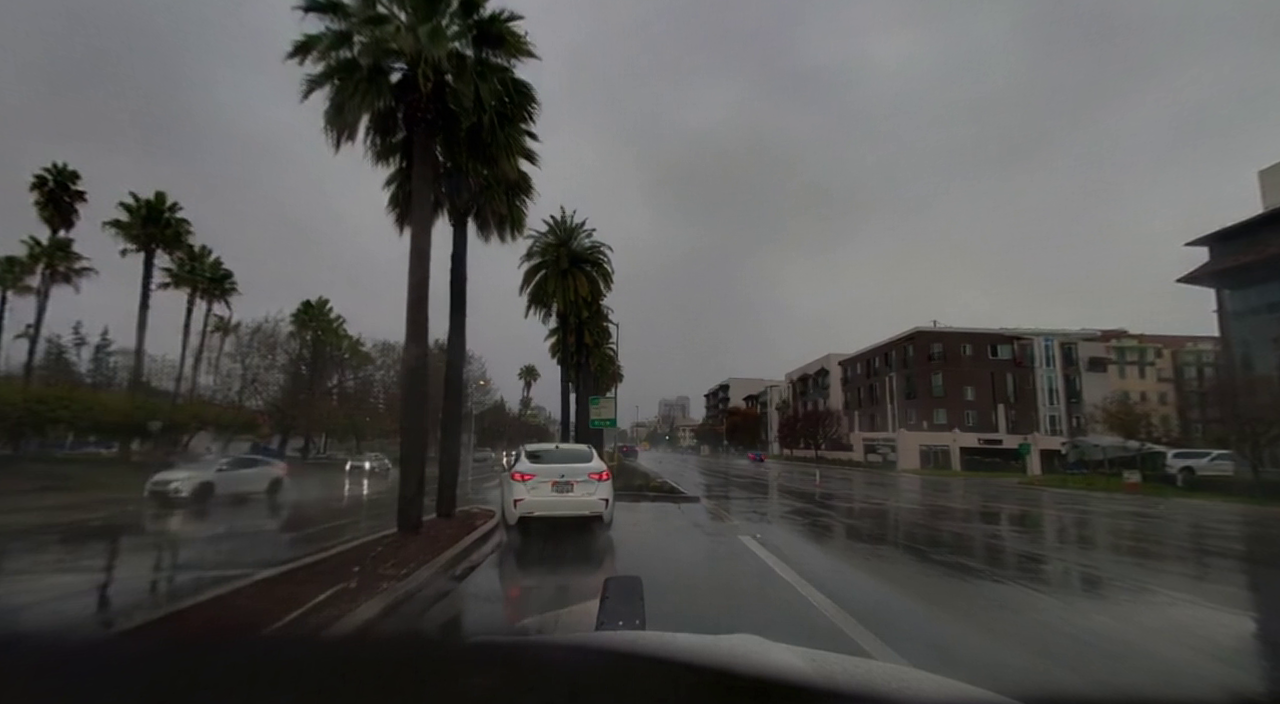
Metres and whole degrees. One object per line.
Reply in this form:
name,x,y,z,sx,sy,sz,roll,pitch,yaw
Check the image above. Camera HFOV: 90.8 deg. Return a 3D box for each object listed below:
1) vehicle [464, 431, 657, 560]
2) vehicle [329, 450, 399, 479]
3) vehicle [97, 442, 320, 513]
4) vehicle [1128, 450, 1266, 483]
vehicle,-1.482,2.030,9.790,1.986,1.473,4.382,3,-9,-20
vehicle,-15.027,6.145,34.744,2.099,1.464,4.615,1,-9,-5
vehicle,-10.587,3.031,15.619,4.457,1.552,2.095,-3,-9,16
vehicle,25.903,5.317,29.517,4.446,1.464,1.954,-1,-9,4
